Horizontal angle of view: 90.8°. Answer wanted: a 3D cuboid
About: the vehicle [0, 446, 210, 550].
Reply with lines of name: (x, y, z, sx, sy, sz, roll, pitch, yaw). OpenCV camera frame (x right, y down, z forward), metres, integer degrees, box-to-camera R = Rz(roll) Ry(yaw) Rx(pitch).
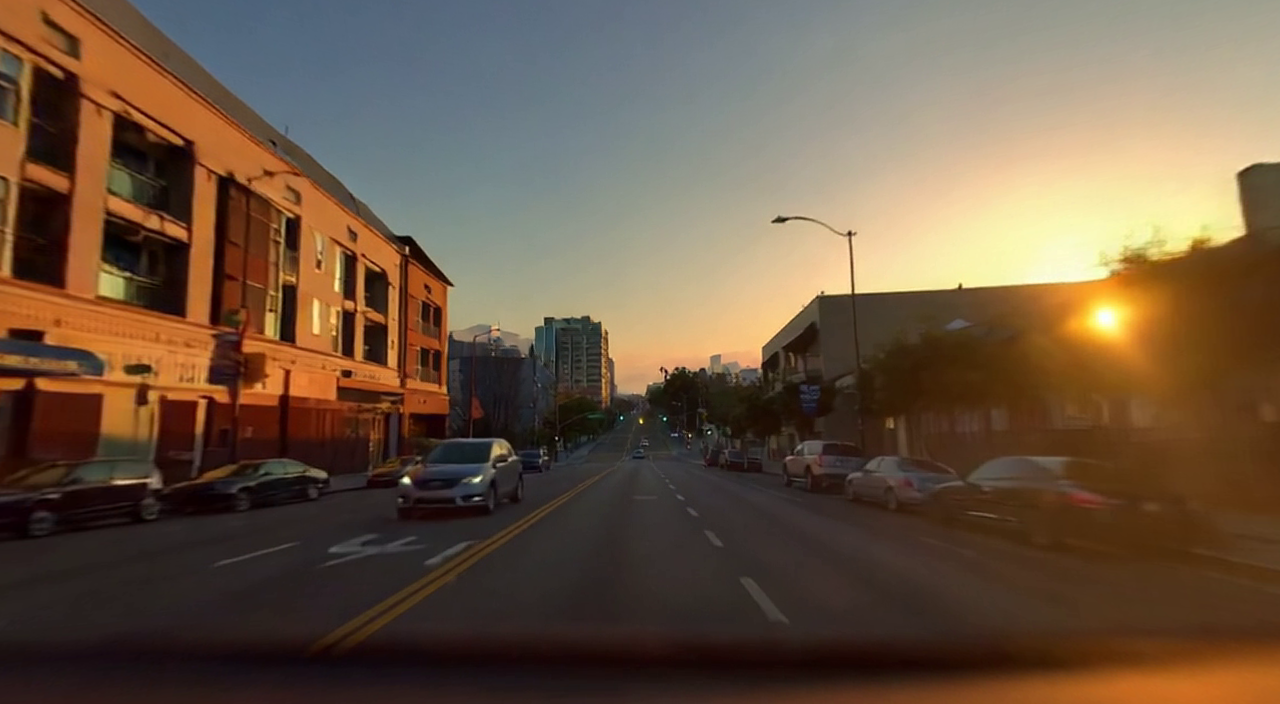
vehicle: (-10.193, 2.507, 11.562, 1.812, 1.531, 3.934, 0, -8, 1)

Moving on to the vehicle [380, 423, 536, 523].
vehicle: (-3.514, 2.405, 13.122, 1.980, 1.718, 4.120, 0, -8, 0)

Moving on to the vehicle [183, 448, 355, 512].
vehicle: (-9.960, 3.430, 17.518, 1.886, 1.493, 4.689, 0, -8, 1)

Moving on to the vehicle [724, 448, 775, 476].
vehicle: (6.144, 6.218, 36.039, 1.902, 1.484, 4.714, 0, -8, -2)

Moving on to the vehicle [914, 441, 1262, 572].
vehicle: (6.185, 2.121, 9.661, 1.837, 1.482, 4.706, 0, -8, 0)

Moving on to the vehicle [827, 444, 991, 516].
vehicle: (6.261, 2.988, 15.377, 1.966, 1.472, 4.363, 0, -8, -2)
